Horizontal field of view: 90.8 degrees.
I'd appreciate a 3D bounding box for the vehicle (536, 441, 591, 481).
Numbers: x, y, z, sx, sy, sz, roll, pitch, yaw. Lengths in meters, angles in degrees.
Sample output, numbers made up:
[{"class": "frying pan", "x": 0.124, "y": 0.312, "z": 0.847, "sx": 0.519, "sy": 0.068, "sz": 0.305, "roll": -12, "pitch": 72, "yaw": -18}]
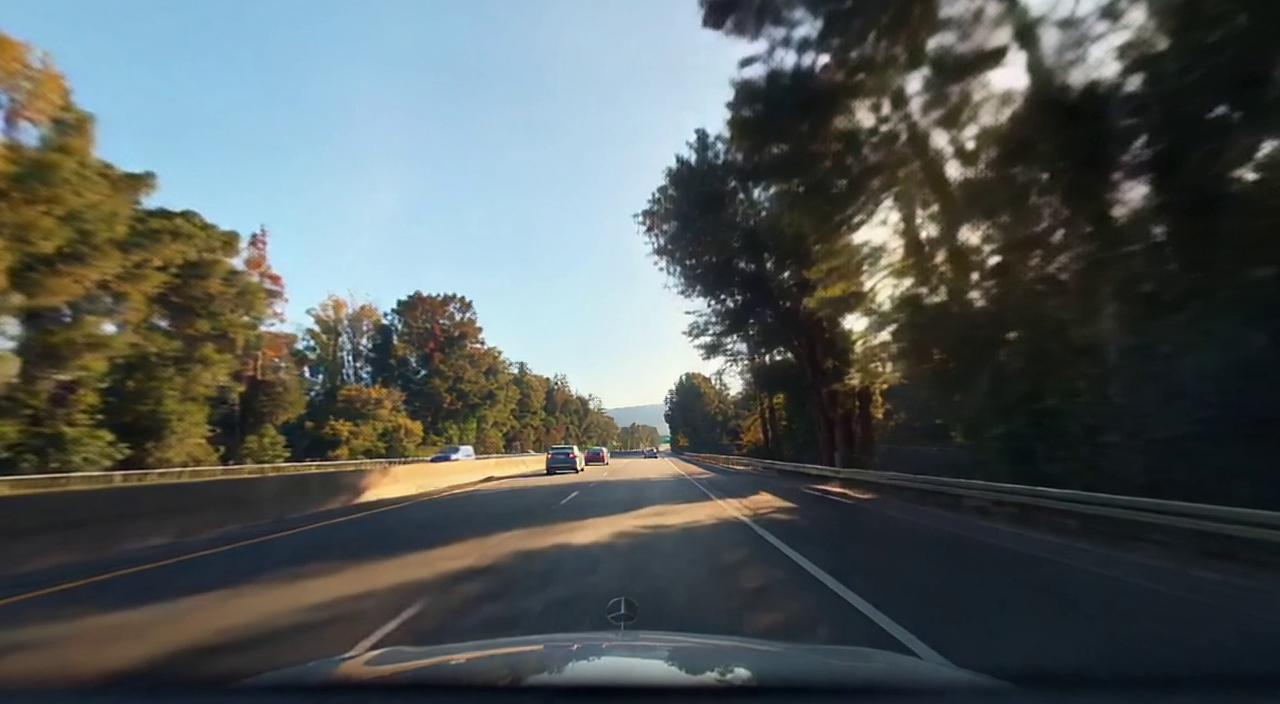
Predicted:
[{"class": "vehicle", "x": -3.272, "y": 4.765, "z": 27.708, "sx": 1.846, "sy": 1.600, "sz": 4.108, "roll": 0, "pitch": -9, "yaw": 1}]
